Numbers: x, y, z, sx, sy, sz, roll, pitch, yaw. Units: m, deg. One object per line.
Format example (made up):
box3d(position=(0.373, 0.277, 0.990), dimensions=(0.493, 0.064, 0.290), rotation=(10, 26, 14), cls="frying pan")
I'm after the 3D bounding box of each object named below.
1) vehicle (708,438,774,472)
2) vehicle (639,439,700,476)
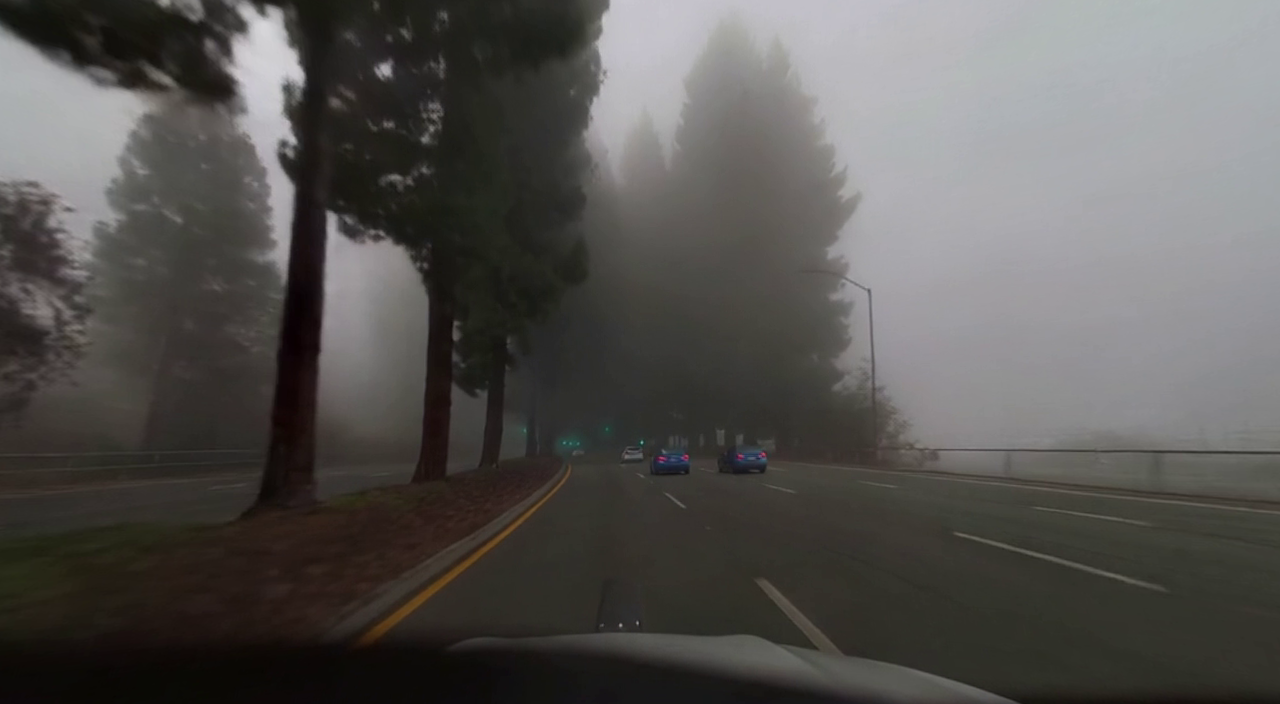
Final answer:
box3d(position=(4.608, 4.769, 29.406), dimensions=(1.901, 1.474, 4.363), rotation=(1, -8, -6), cls="vehicle")
box3d(position=(1.181, 4.568, 27.439), dimensions=(2.077, 1.464, 4.134), rotation=(1, -8, -6), cls="vehicle")
